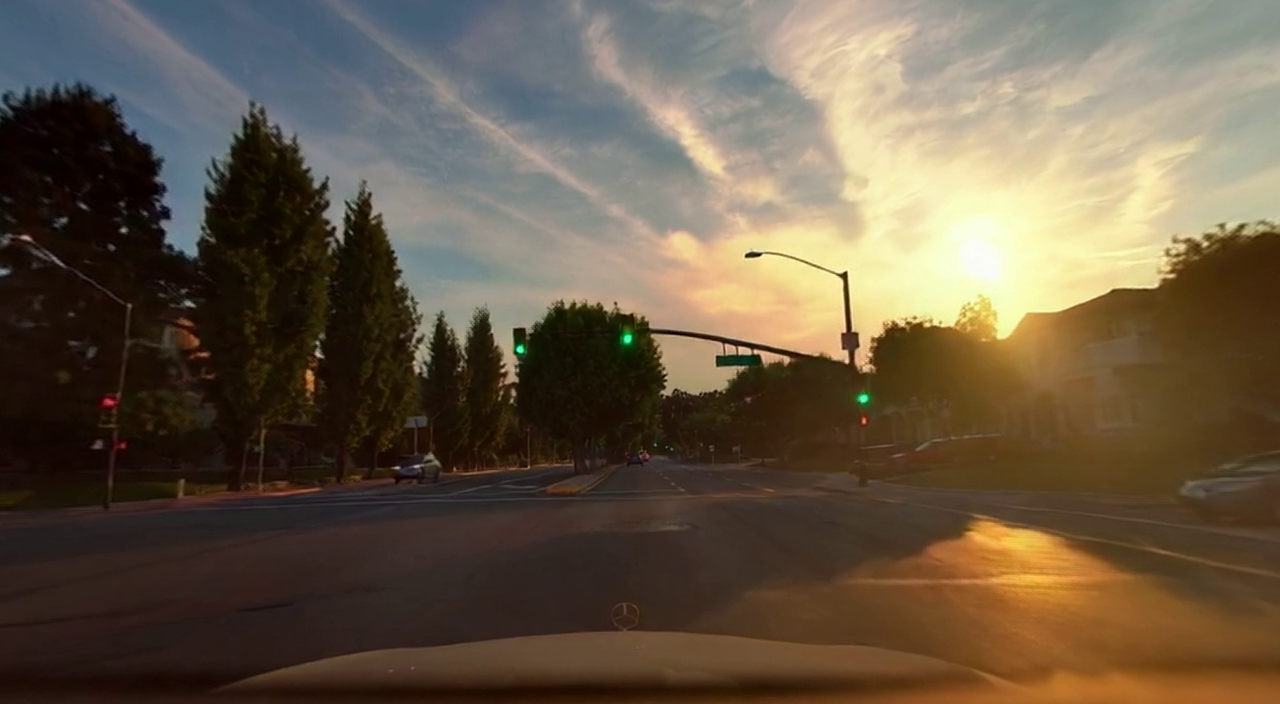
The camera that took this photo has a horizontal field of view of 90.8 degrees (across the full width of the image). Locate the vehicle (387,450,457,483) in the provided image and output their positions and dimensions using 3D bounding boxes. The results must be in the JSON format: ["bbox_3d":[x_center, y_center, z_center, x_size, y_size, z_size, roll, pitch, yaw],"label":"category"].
[{"bbox_3d":[-14.872,7.801,43.498,2.403,2.039,5.887,-1,-9,4],"label":"vehicle"}]

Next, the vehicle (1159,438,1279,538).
[{"bbox_3d":[11.975,2.211,10.653,4.611,1.505,2.029,0,-9,-1],"label":"vehicle"}]
